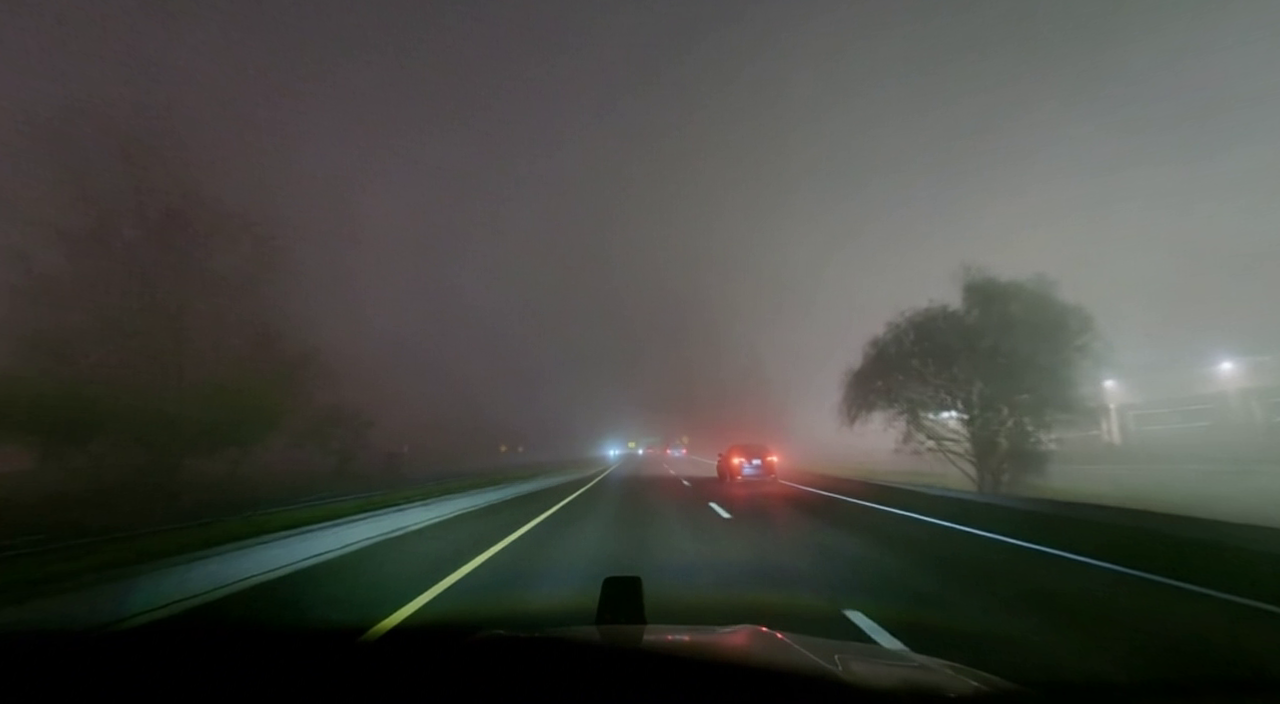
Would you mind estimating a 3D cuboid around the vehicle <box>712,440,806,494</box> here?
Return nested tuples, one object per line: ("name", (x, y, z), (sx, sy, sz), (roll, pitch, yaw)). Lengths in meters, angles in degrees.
("vehicle", (3.682, 3.646, 20.446), (2.042, 1.518, 4.477), (0, -8, -2))
